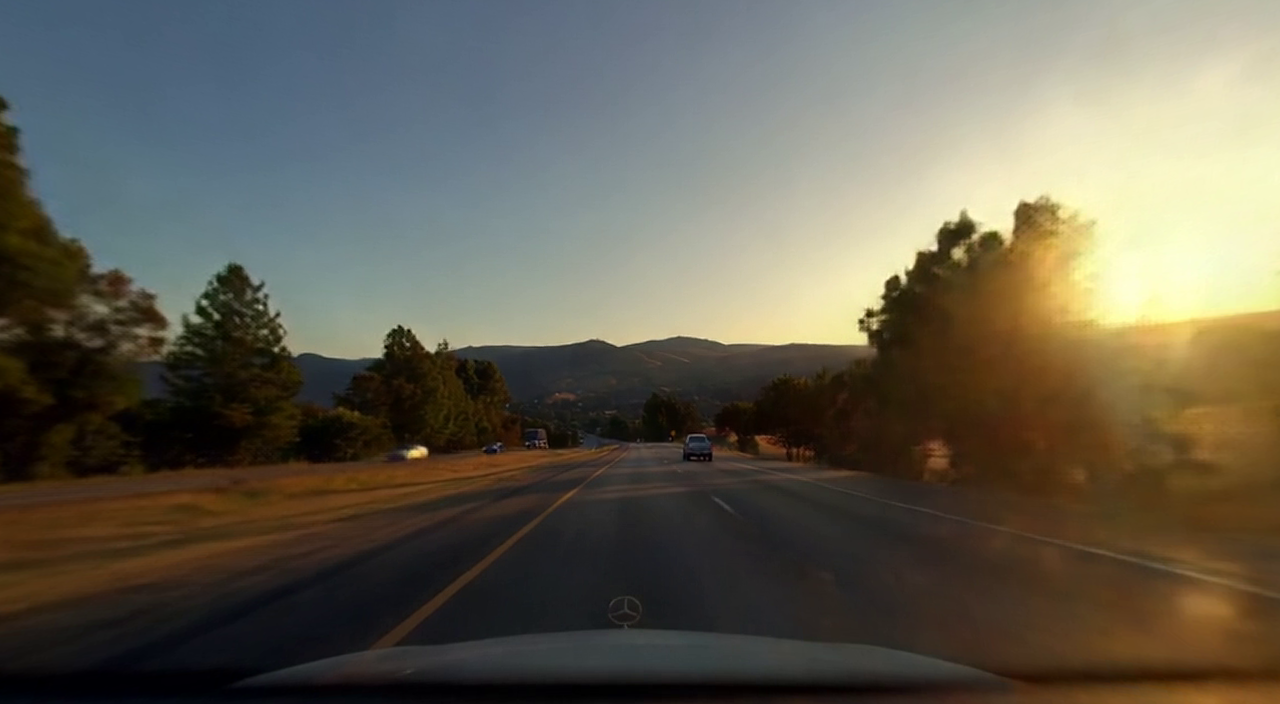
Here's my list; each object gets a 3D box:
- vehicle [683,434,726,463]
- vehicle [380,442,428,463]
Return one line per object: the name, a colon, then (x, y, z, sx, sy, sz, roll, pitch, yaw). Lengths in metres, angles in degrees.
vehicle: (3.828, 5.830, 38.036, 2.157, 1.640, 4.056, 0, -8, 0)
vehicle: (-17.716, 7.512, 47.509, 1.843, 1.481, 4.410, 0, -8, 1)
